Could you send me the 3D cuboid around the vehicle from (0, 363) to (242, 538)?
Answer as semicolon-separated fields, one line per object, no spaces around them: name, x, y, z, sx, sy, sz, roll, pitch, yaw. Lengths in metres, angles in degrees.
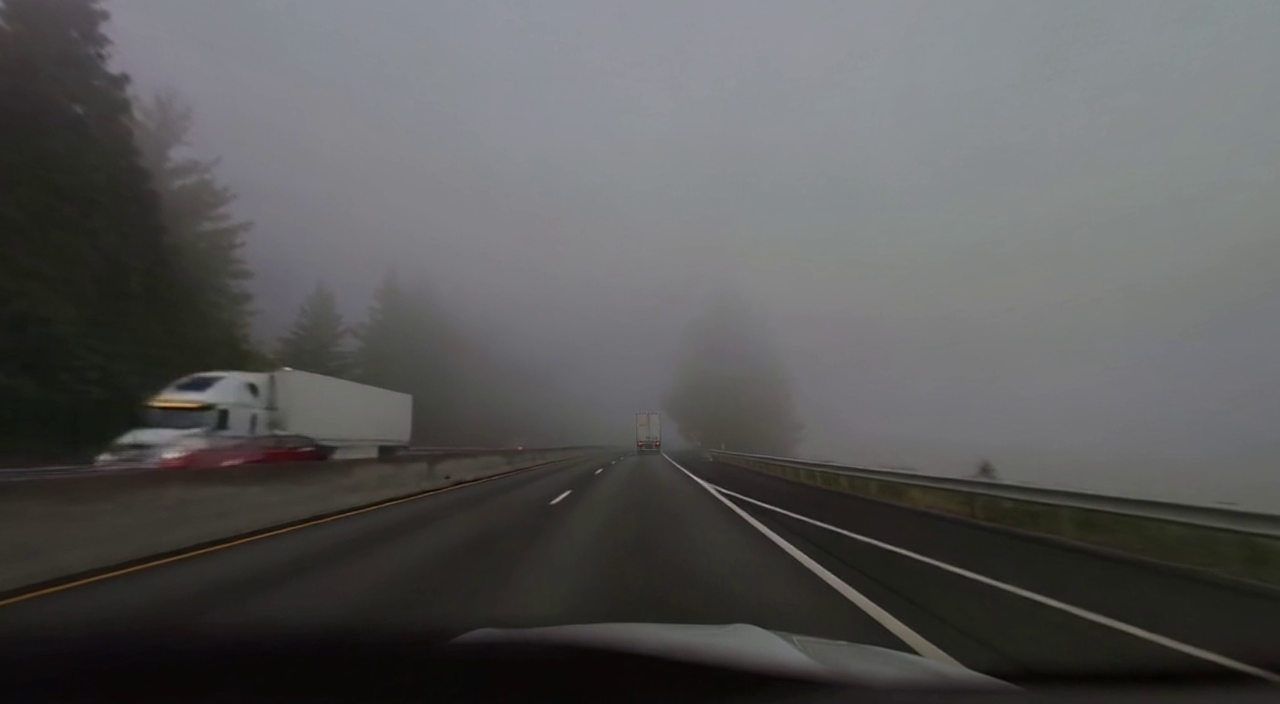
vehicle;-10.009;1.705;11.009;2.304;2.391;5.779;0;-8;0
